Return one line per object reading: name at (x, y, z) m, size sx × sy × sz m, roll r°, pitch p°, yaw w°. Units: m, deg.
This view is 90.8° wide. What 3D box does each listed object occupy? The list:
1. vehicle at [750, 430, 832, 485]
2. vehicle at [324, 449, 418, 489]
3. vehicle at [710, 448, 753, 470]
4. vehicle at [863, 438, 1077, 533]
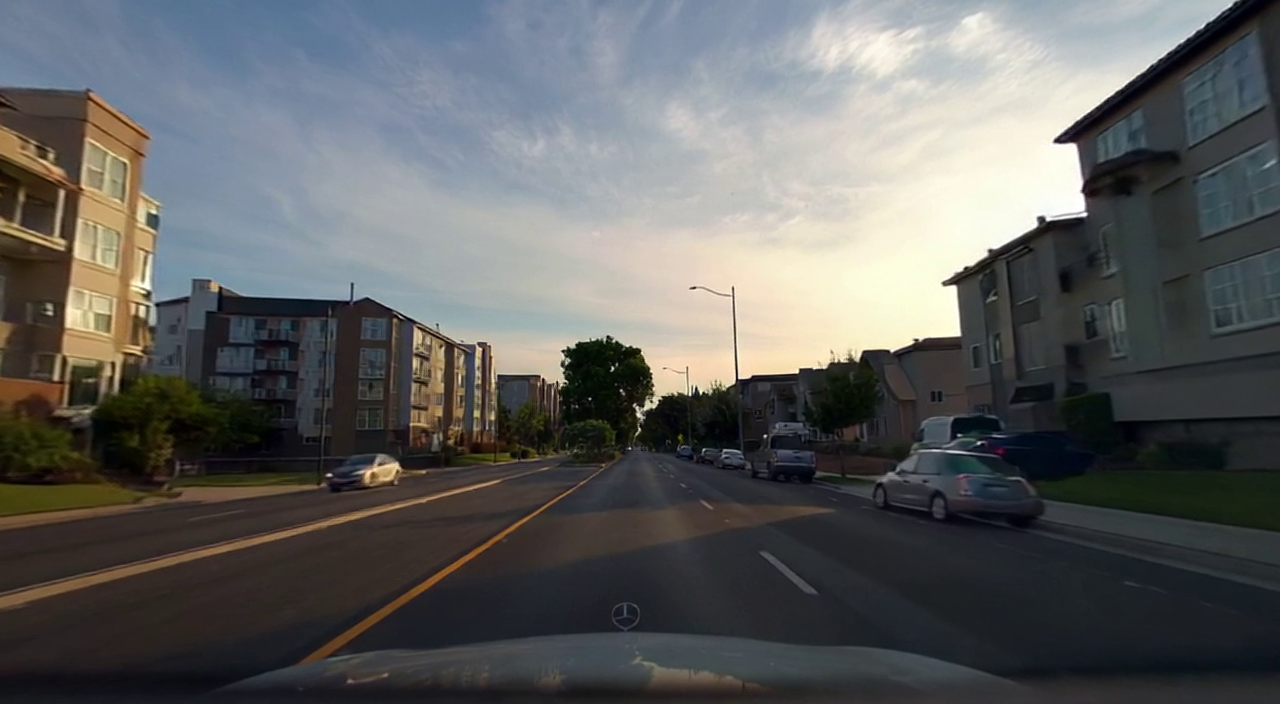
vehicle at (6.286, 4.498, 27.243) m, size 2.267 × 2.037 × 6.240 m, roll -1°, pitch -9°, yaw 3°
vehicle at (-10.666, 4.642, 25.459) m, size 1.847 × 1.460 × 4.294 m, roll -1°, pitch -9°, yaw 1°
vehicle at (6.059, 7.147, 42.402) m, size 2.013 × 1.408 × 5.011 m, roll 0°, pitch -9°, yaw -1°
vehicle at (6.149, 2.513, 12.499) m, size 1.914 × 1.517 × 4.320 m, roll 0°, pitch -9°, yaw 0°
